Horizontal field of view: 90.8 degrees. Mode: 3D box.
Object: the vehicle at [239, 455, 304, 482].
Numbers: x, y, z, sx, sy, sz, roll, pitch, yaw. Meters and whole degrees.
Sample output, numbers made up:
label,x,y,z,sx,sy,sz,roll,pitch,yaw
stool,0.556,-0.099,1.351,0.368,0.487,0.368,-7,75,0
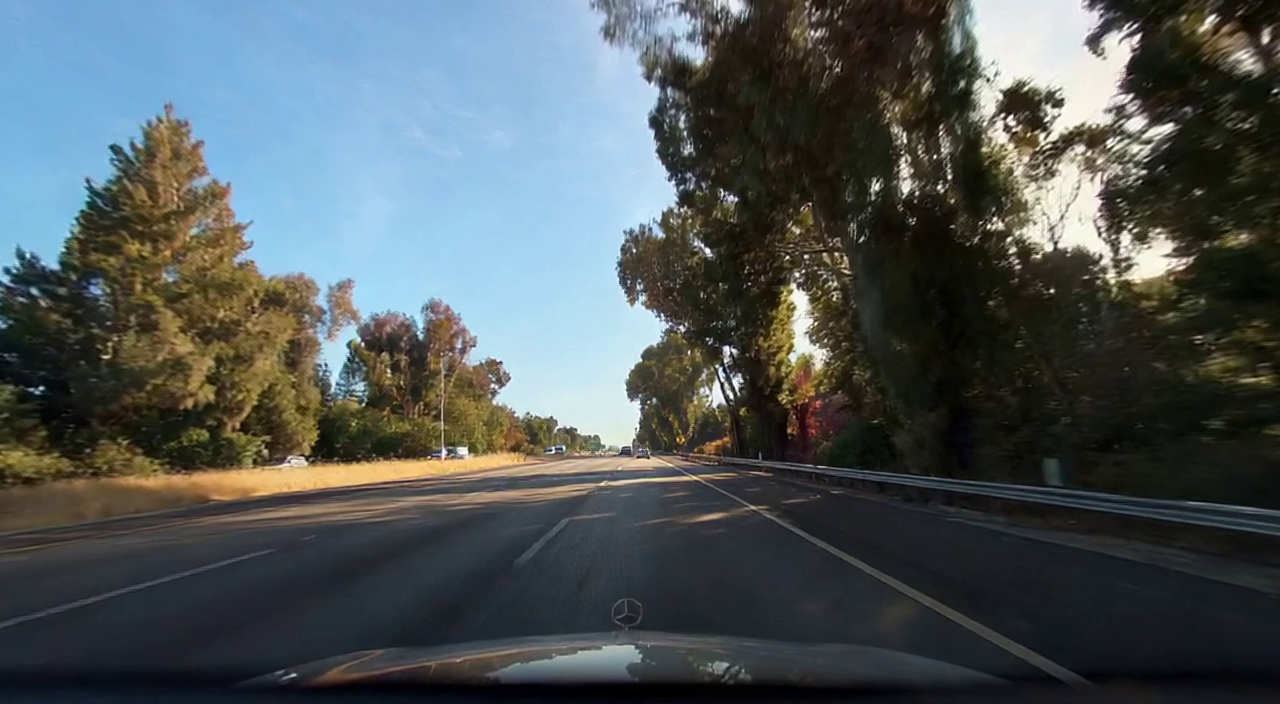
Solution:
label,x,y,z,sx,sy,sz,roll,pitch,yaw
vehicle,-24.061,7.590,41.368,1.819,1.583,4.052,0,-9,0
